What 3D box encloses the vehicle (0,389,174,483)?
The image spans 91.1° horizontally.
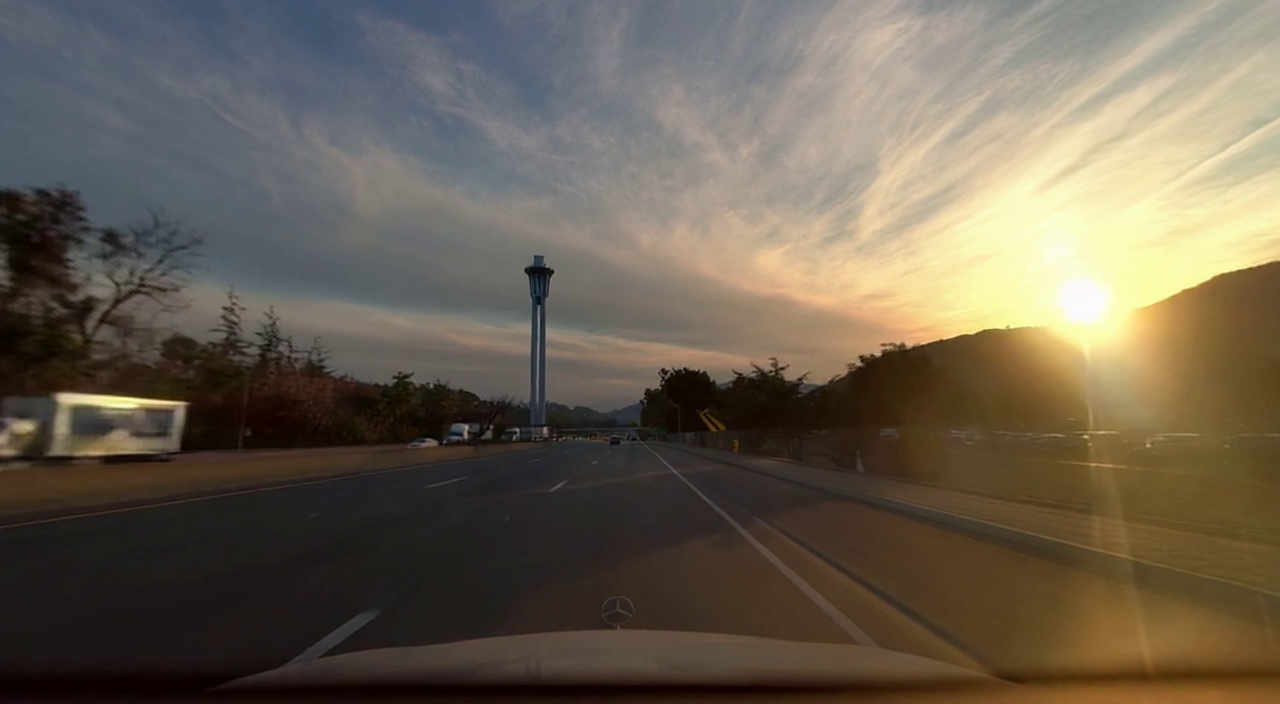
[{"bbox_3d":[-24.812,3.651,27.430,2.904,3.487,7.840,0,-8,-1],"label":"vehicle"}]
